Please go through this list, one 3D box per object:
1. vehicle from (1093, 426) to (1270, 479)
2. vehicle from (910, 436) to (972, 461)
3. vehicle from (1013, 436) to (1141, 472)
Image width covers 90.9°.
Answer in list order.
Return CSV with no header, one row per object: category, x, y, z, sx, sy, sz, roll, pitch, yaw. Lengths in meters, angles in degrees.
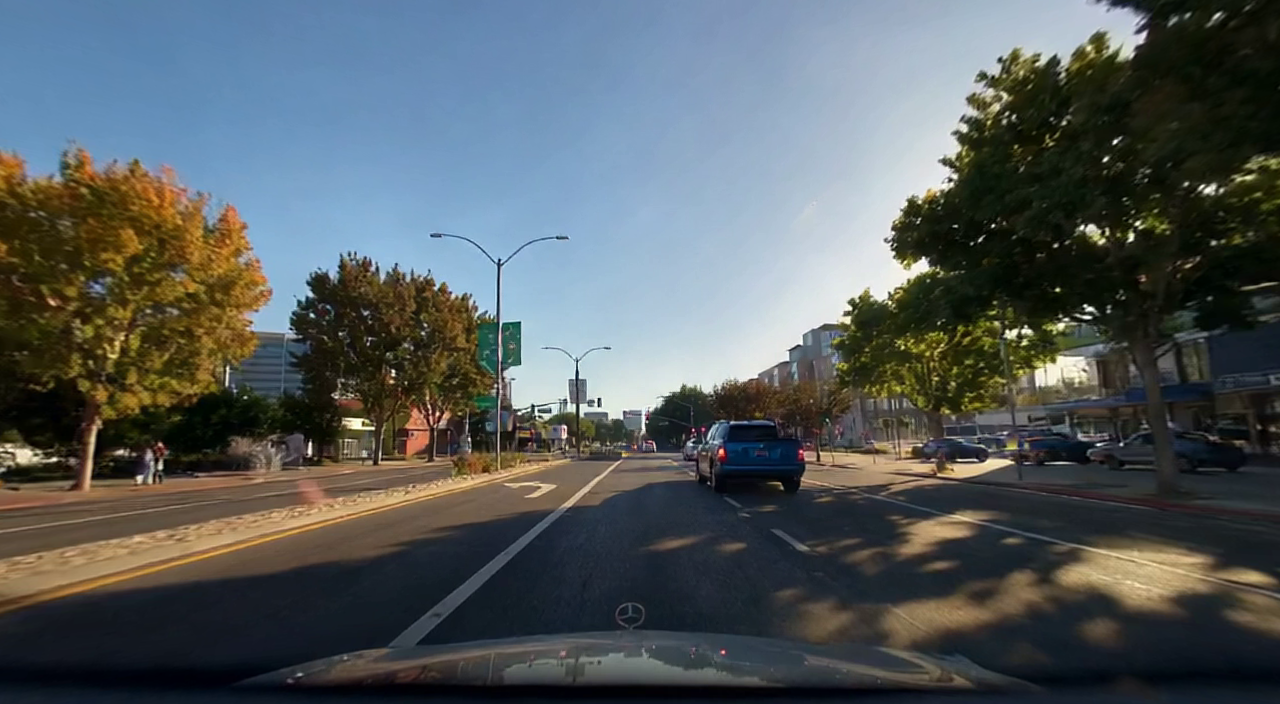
vehicle,18.593,3.476,21.989,4.390,1.630,2.131,-6,-10,36
vehicle,19.281,6.219,40.568,1.842,1.495,4.474,0,-8,1
vehicle,19.036,4.468,27.710,4.348,1.448,1.976,-6,-10,29
